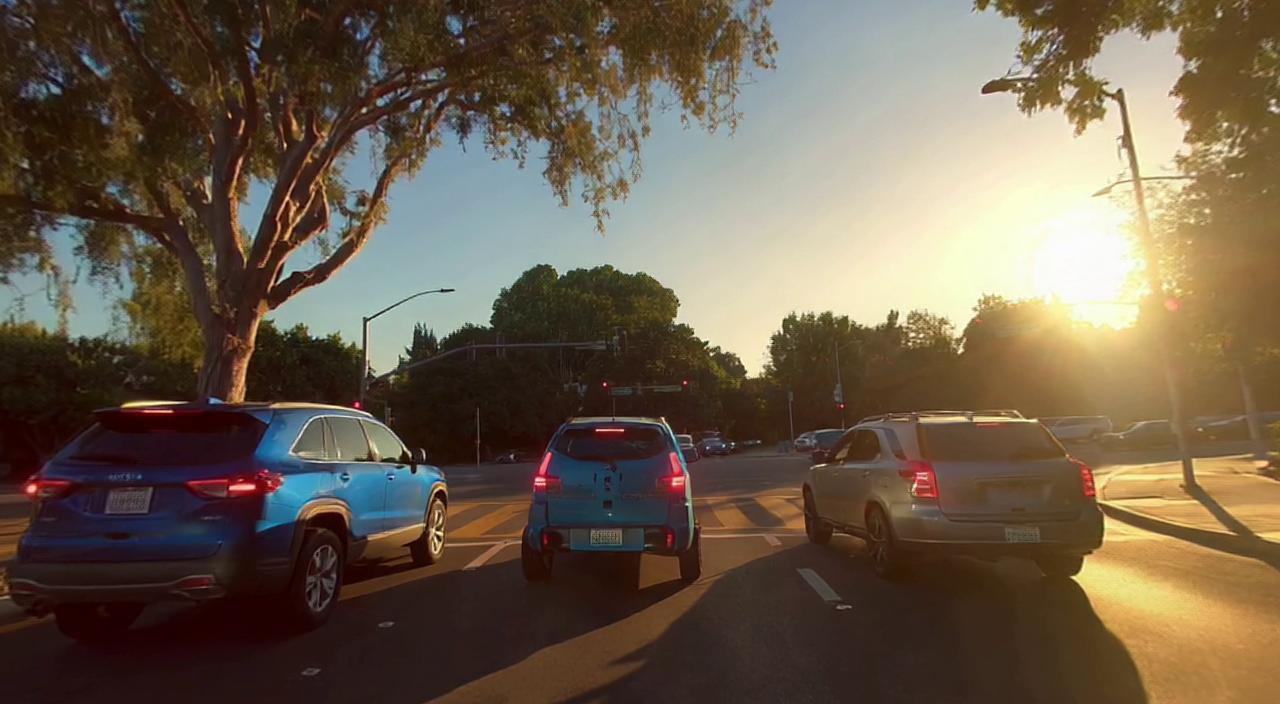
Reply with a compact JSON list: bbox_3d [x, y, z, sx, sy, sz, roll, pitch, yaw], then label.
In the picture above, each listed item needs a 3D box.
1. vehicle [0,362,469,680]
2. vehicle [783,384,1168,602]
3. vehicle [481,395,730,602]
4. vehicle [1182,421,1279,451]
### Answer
[{"bbox_3d":[-3.274,1.284,5.893,2.047,1.810,4.414,0,-8,1],"label":"vehicle"},{"bbox_3d":[3.269,1.485,7.498,2.083,1.779,4.532,0,-8,0],"label":"vehicle"},{"bbox_3d":[-0.232,1.513,7.308,2.067,1.702,3.987,0,-8,2],"label":"vehicle"},{"bbox_3d":[32.801,4.652,34.755,4.175,1.634,1.877,1,-8,-4],"label":"vehicle"}]
